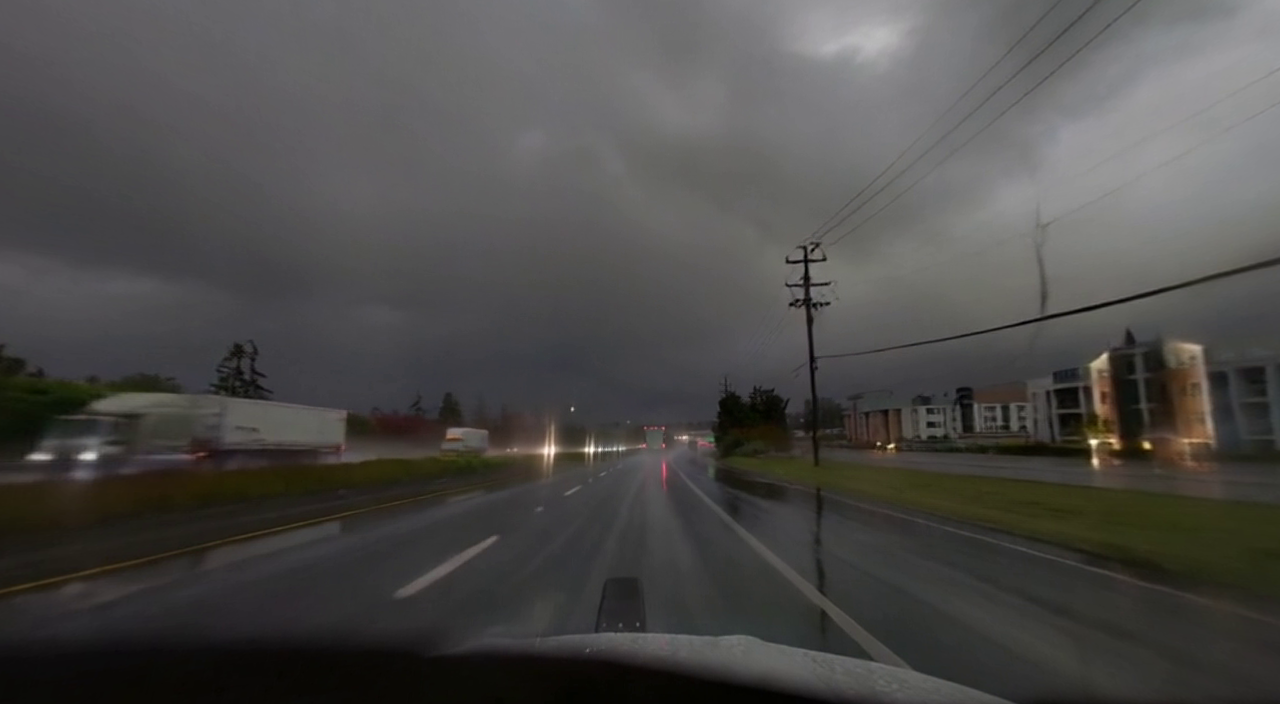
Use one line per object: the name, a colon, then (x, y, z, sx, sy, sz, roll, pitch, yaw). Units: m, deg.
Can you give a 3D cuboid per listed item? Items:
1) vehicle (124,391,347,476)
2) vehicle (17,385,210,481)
vehicle: (-23.846, 5.266, 39.340, 2.946, 4.200, 16.128, -1, -9, 1)
vehicle: (-24.076, 3.866, 29.435, 2.983, 3.913, 6.652, -1, -9, 1)
